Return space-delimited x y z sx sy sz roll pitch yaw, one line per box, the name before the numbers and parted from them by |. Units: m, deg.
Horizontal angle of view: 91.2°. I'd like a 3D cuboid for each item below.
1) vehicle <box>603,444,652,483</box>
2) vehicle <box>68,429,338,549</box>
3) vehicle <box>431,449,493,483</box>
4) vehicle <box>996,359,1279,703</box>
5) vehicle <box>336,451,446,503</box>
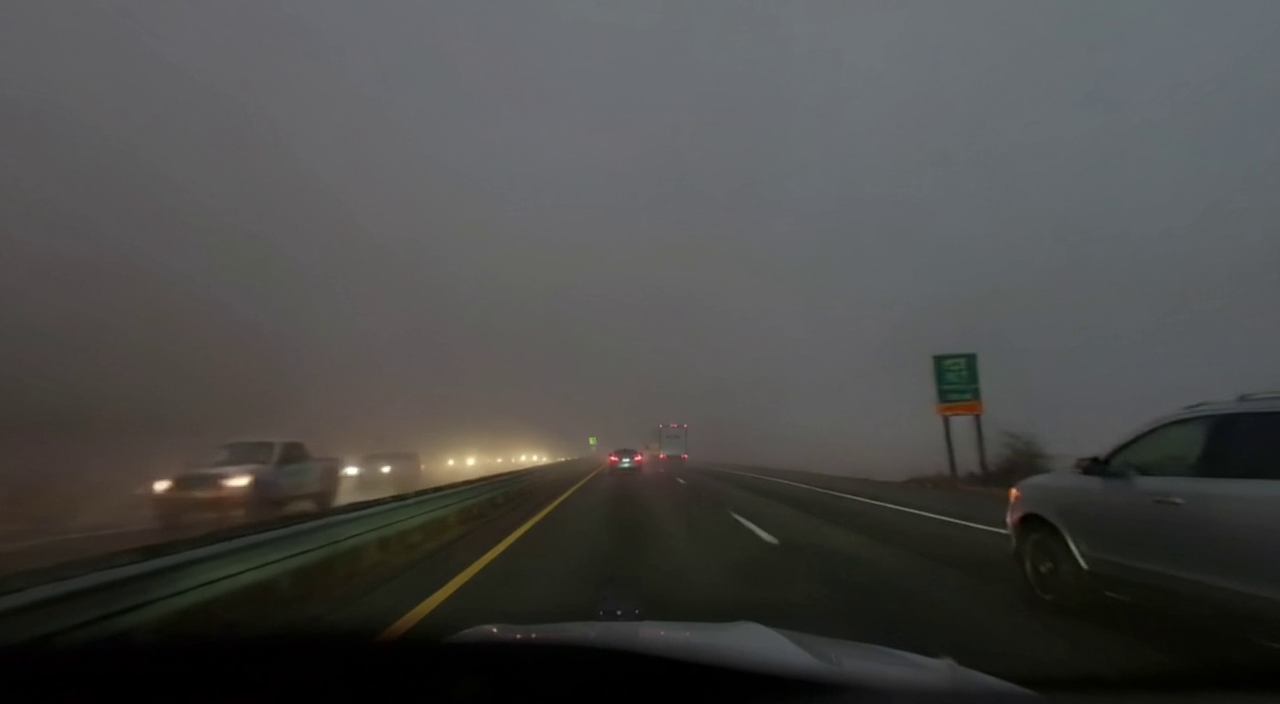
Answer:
vehicle | -0.535 4.750 27.045 1.971 1.518 4.108 0 -9 -1
vehicle | -7.806 2.457 11.908 2.019 1.809 4.361 0 -9 -1
vehicle | -9.024 5.792 32.167 1.970 1.549 4.299 0 -9 0
vehicle | 3.997 0.877 2.930 2.077 1.673 4.267 0 -9 -1
vehicle | -7.992 4.034 20.634 1.917 1.483 4.289 0 -9 -1
